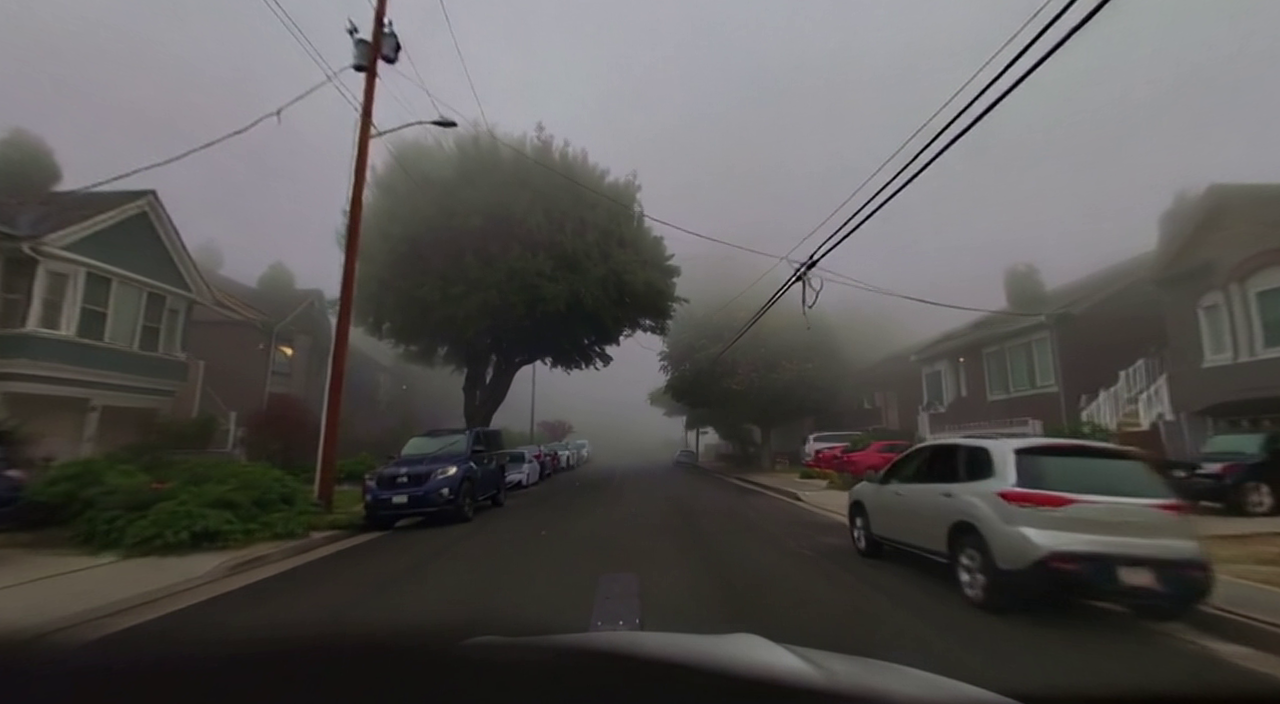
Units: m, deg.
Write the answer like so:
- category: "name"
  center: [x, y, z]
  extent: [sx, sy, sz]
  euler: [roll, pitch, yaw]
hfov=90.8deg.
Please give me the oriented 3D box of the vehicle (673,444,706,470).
- category: "vehicle"
  center: [3.235, 6.960, 42.115]
  extent: [1.916, 1.587, 3.986]
  euler: [0, -9, 0]

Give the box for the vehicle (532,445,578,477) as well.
- category: "vehicle"
  center: [-4.233, 5.490, 32.058]
  extent: [1.745, 1.490, 4.304]
  euler: [0, -9, 0]

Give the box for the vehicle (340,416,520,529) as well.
- category: "vehicle"
  center: [-4.024, 2.410, 13.234]
  extent: [2.057, 1.887, 5.053]
  euler: [0, -9, -1]

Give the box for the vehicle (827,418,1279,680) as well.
- category: "vehicle"
  center: [3.535, 1.505, 6.044]
  extent: [2.019, 1.536, 4.405]
  euler: [0, -9, -2]
